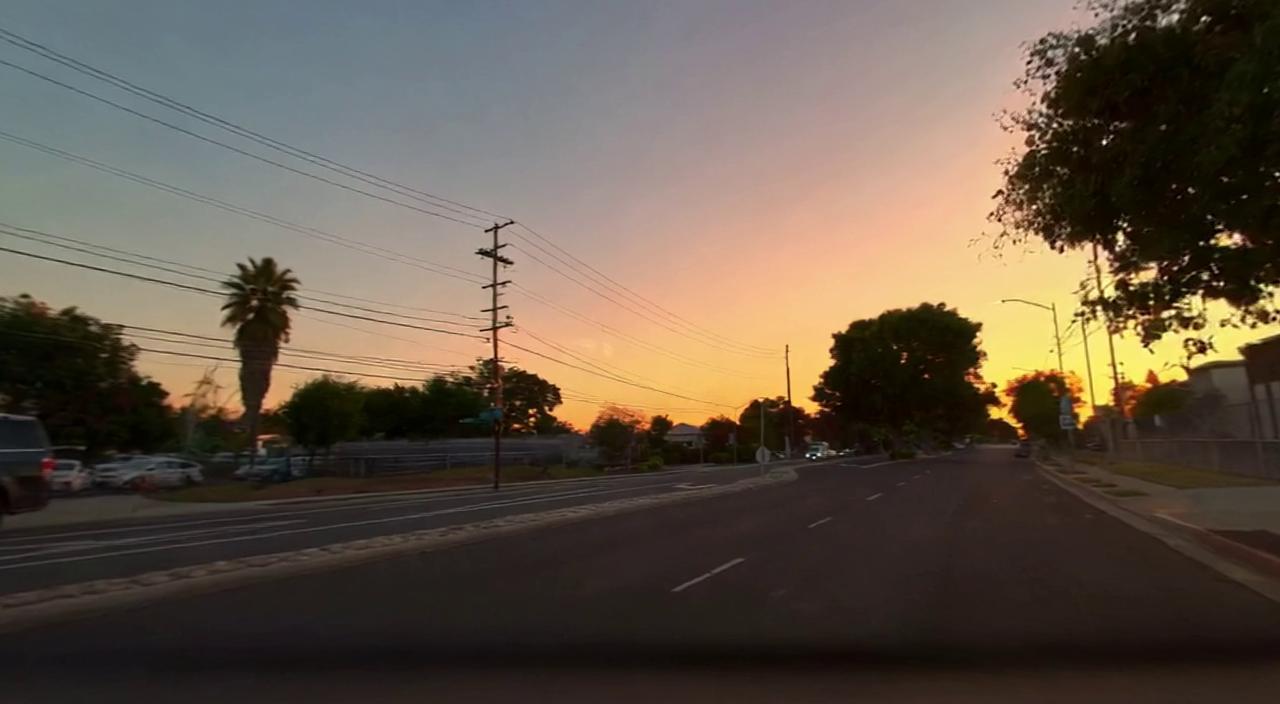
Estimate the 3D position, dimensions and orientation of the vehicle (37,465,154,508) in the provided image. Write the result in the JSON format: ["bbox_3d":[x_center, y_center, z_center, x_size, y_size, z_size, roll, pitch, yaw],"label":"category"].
[{"bbox_3d":[-27.151,6.696,31.600,4.467,1.929,2.134,-3,-9,15],"label":"vehicle"}]

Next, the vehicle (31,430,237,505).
[{"bbox_3d":[-28.256,6.511,35.322,11.101,3.738,2.966,-5,-10,17],"label":"vehicle"}]
